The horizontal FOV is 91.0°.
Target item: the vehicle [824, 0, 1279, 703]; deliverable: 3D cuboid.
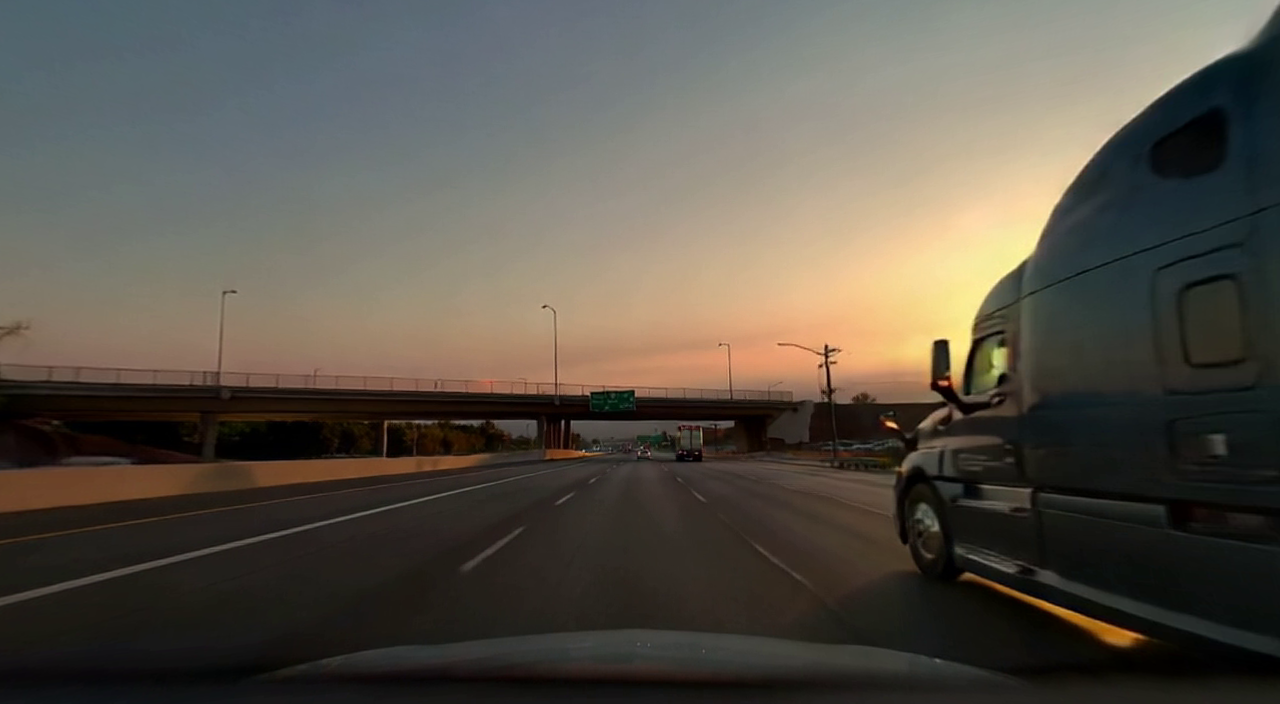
[{"bbox_3d":[3.511,-0.200,2.827,2.998,3.820,8.356,0,-9,1],"label":"vehicle"}]
